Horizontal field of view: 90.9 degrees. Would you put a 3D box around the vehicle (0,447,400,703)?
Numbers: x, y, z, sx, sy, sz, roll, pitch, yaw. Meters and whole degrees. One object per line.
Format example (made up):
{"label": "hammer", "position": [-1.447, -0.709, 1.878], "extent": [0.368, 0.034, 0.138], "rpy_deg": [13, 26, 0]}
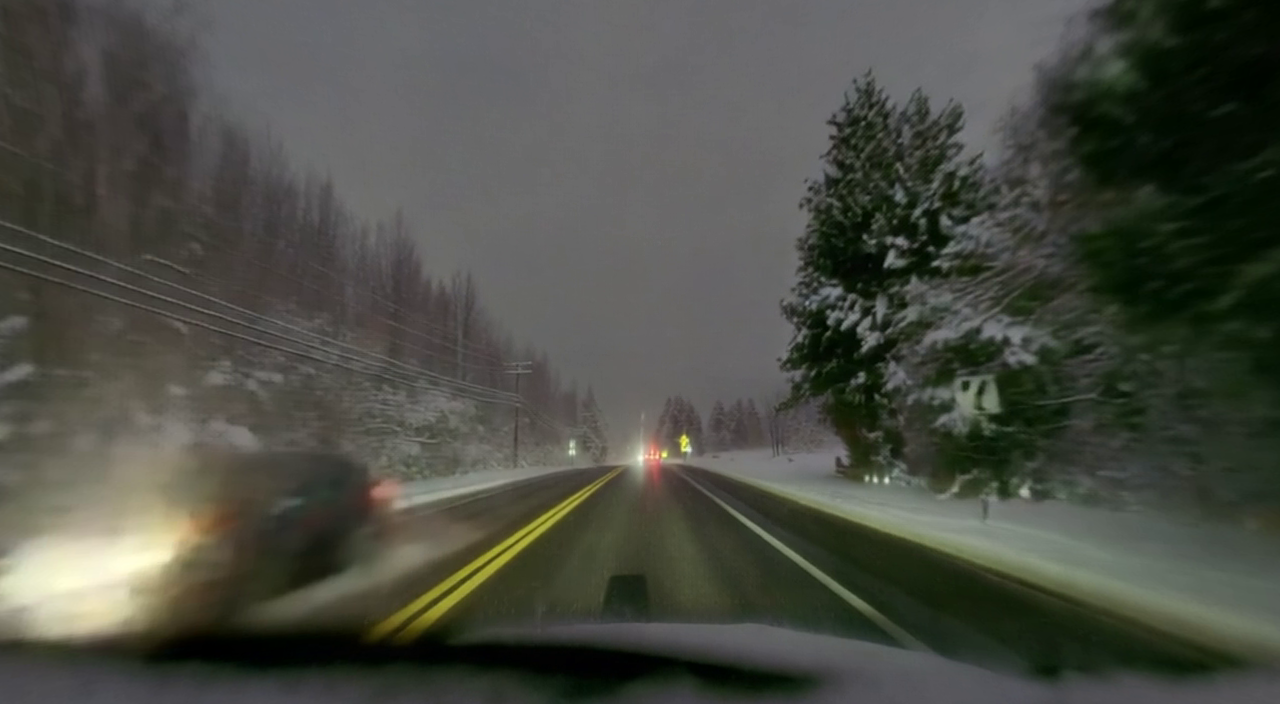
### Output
{"label": "vehicle", "position": [-3.676, 1.453, 4.681], "extent": [1.937, 1.473, 4.570], "rpy_deg": [0, -8, 1]}
